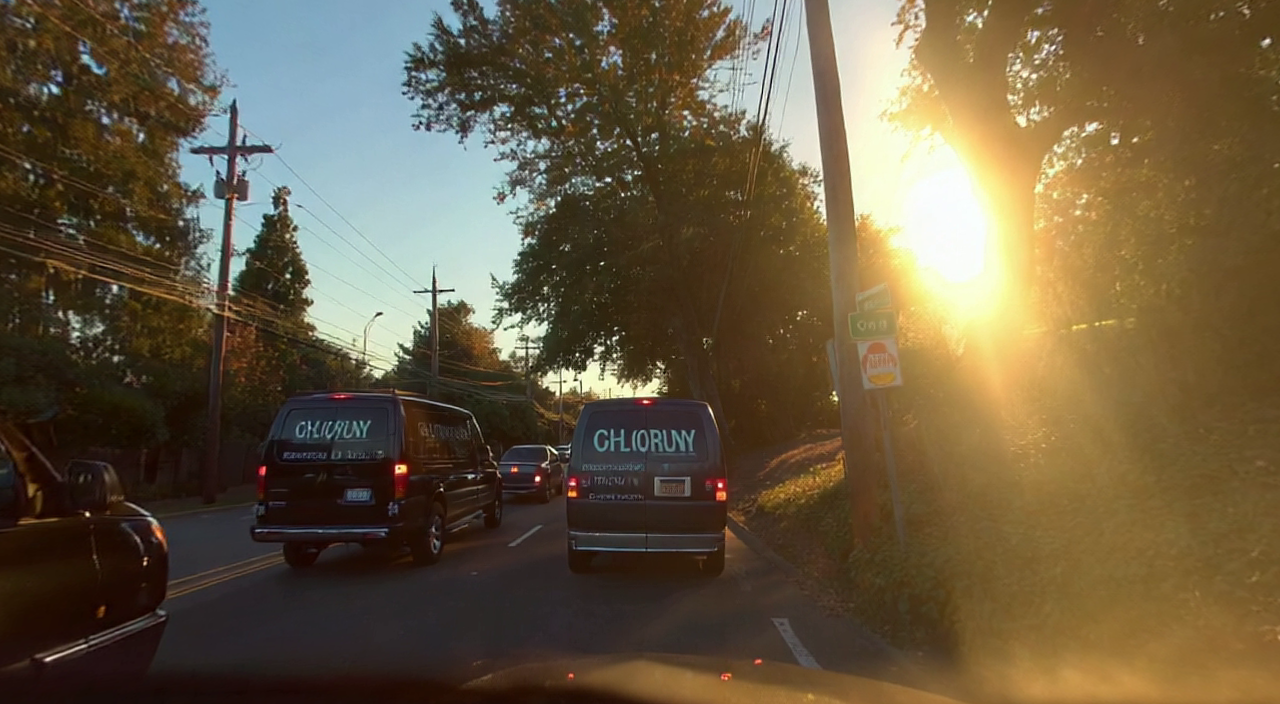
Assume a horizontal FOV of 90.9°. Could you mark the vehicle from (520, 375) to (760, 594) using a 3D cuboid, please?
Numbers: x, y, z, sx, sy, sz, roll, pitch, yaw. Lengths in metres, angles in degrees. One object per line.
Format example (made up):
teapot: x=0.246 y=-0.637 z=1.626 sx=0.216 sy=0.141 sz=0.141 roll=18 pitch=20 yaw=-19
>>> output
vehicle: x=0.102 y=1.464 z=7.691 sx=2.117 sy=1.911 sz=4.095 roll=-1 pitch=-8 yaw=3

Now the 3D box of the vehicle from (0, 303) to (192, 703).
vehicle: x=-3.142 y=0.499 z=0.244 sx=2.160 sy=1.796 sz=4.997 roll=0 pitch=-8 yaw=1

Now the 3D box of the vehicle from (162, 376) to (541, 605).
vehicle: x=-2.758 y=1.479 z=7.614 sx=2.109 sy=1.851 sz=4.749 roll=-1 pitch=-8 yaw=3
